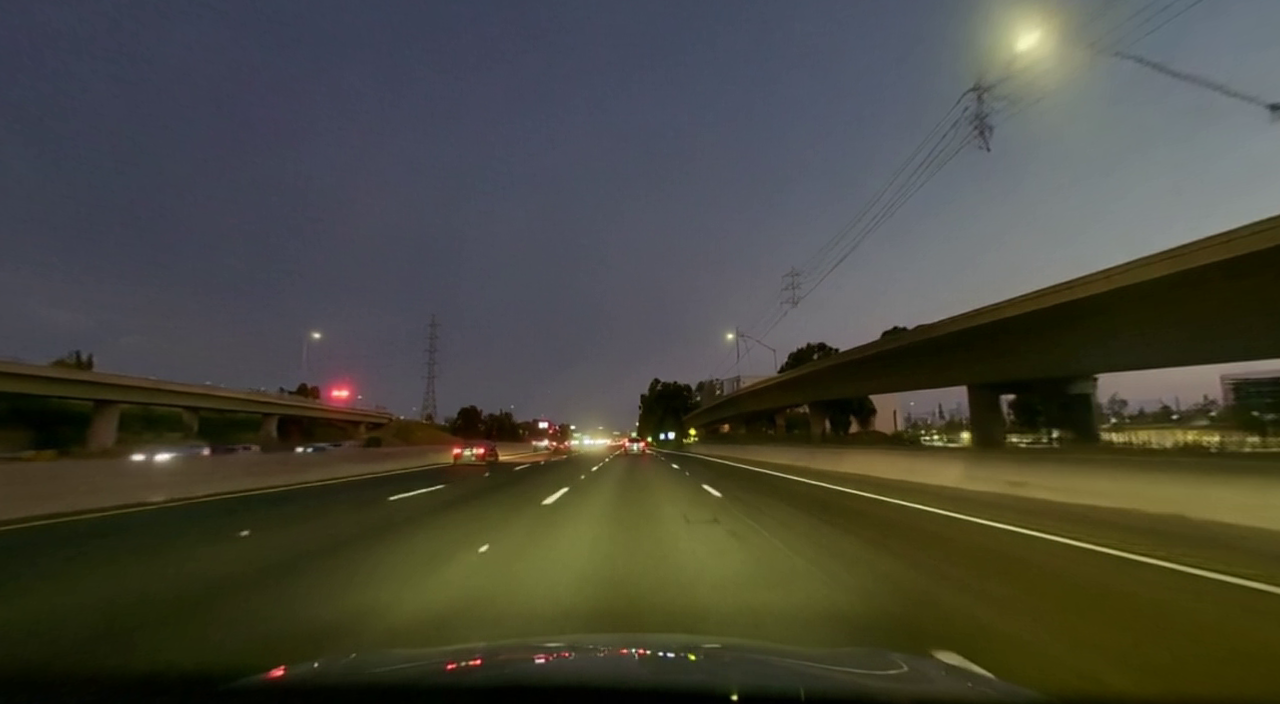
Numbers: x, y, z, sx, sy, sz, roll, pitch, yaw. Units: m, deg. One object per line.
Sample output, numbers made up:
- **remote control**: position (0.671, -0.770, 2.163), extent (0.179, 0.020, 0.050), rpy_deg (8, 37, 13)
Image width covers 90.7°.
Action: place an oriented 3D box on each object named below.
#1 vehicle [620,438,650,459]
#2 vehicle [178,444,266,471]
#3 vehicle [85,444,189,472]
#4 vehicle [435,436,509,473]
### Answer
- **vehicle**: position (-0.427, 7.104, 46.660), extent (2.086, 1.472, 4.168), rpy_deg (0, -8, -1)
- **vehicle**: position (-24.642, 6.212, 37.548), extent (1.915, 1.485, 4.756), rpy_deg (0, -8, 0)
- **vehicle**: position (-28.354, 5.973, 35.914), extent (1.989, 1.490, 4.769), rpy_deg (0, -8, 0)
- **vehicle**: position (-7.322, 4.506, 28.135), extent (1.994, 1.487, 4.605), rpy_deg (0, -8, 0)
